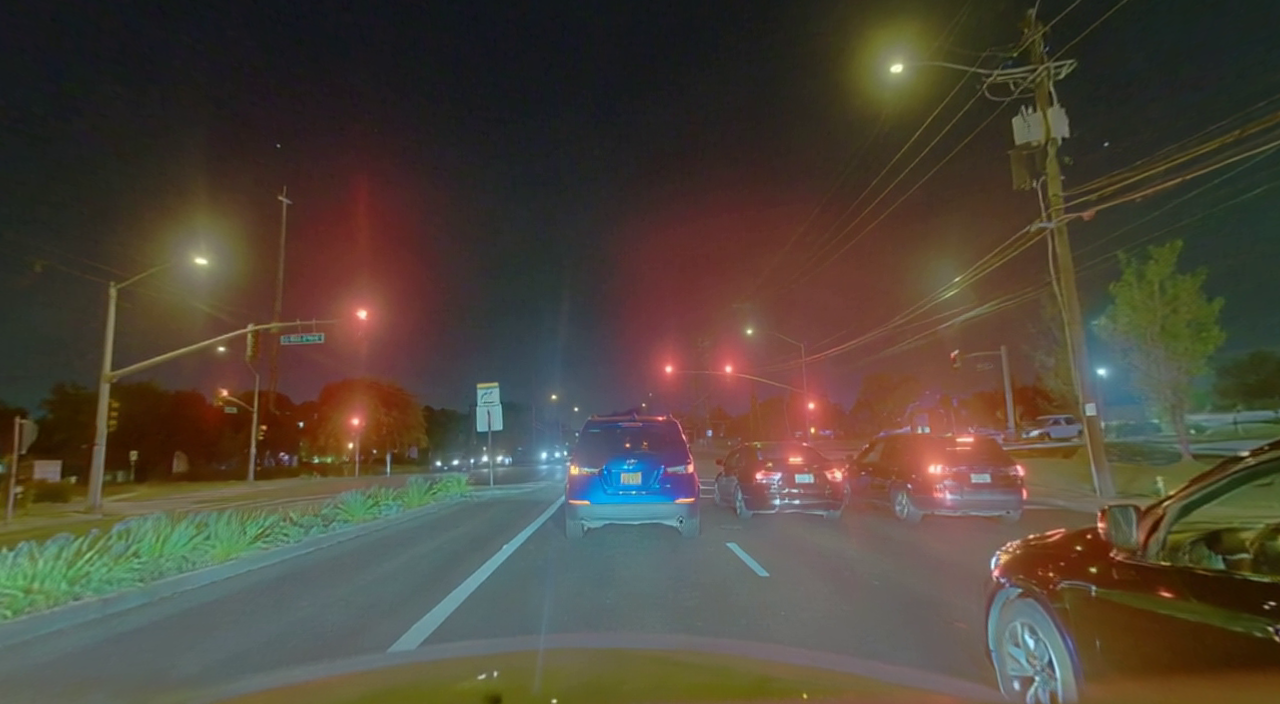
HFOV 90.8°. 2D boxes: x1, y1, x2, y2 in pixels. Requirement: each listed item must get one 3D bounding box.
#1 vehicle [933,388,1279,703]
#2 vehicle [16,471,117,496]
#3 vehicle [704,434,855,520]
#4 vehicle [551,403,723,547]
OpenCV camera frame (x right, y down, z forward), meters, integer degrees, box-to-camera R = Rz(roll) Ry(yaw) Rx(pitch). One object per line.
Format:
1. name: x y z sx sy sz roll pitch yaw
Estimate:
1. vehicle: 2.731 0.796 1.479 2.004 1.460 4.297 0 -9 0
2. vehicle: -38.331 8.776 42.324 4.569 1.505 1.992 0 -9 -5
3. vehicle: 2.671 2.510 13.283 2.025 1.477 4.333 0 -8 -2
4. vehicle: -0.117 1.971 10.764 2.236 1.856 4.816 0 -9 -2
